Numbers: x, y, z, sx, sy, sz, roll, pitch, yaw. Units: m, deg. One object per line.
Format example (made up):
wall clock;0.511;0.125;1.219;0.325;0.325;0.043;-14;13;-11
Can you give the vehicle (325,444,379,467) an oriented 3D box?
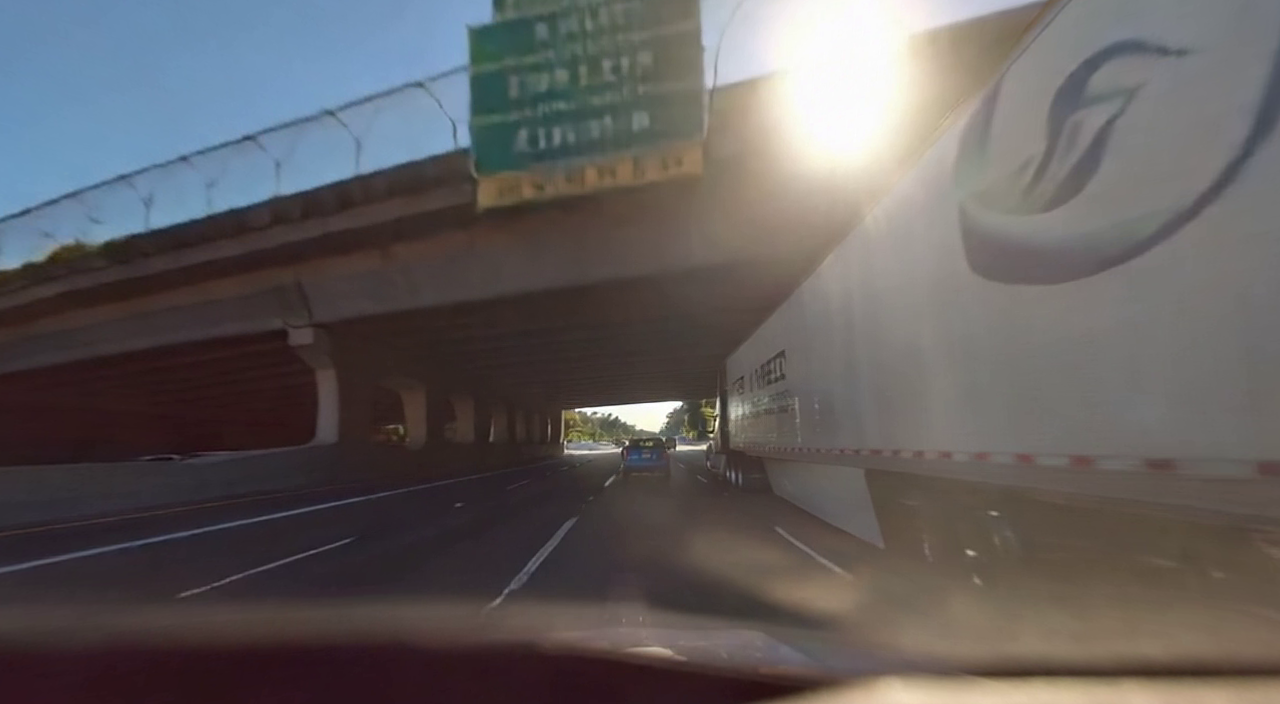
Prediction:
vehicle;-21.955;7.906;48.049;1.927;1.604;4.541;-1;-8;1

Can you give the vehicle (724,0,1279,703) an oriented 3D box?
vehicle;3.404;0.264;7.695;2.909;4.135;15.820;-1;-8;1

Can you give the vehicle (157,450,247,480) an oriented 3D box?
vehicle;-25.393;6.522;36.640;1.871;1.540;4.626;-1;-8;1

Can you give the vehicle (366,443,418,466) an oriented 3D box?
vehicle;-18.300;7.567;46.458;1.953;1.598;4.437;-1;-8;1

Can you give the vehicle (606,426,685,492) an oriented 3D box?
vehicle;0.170;3.121;18.681;2.054;1.706;4.201;-1;-8;1
